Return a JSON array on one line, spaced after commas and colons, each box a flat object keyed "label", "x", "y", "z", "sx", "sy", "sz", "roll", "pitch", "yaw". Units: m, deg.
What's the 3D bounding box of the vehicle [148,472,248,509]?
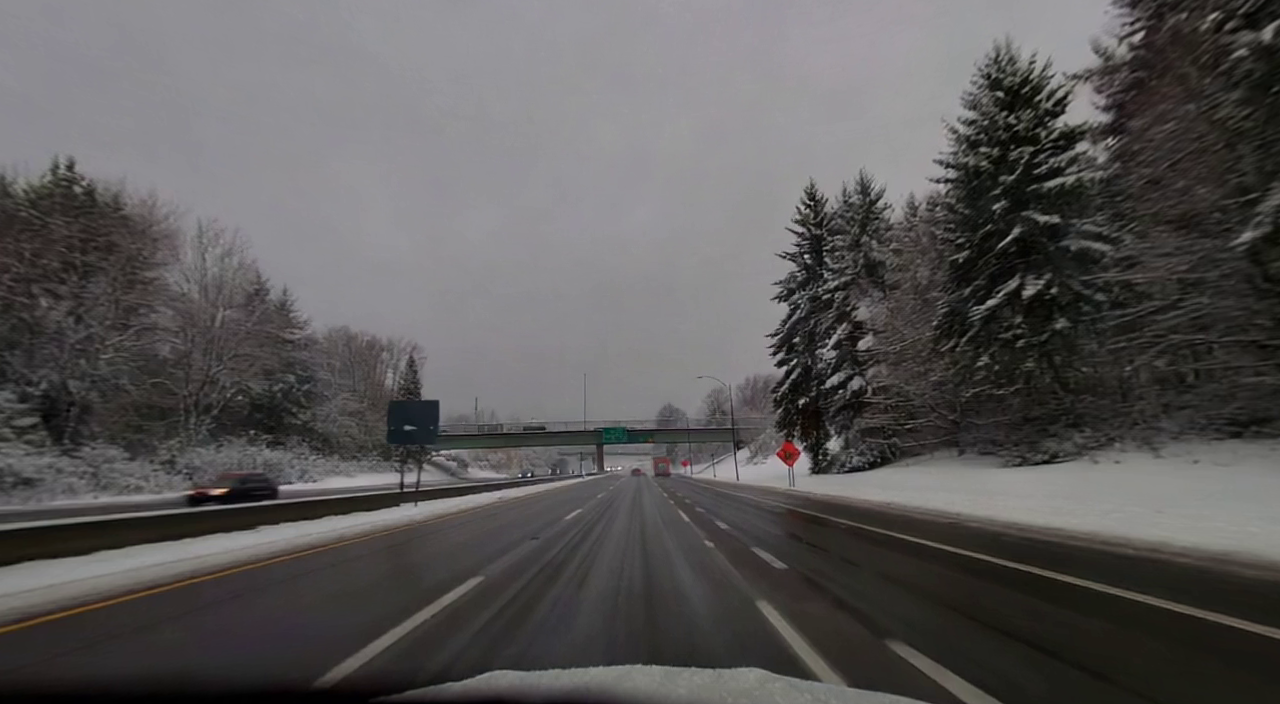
[{"label": "vehicle", "x": -19.348, "y": 6.062, "z": 27.793, "sx": 1.764, "sy": 1.480, "sz": 3.584, "roll": 1, "pitch": -10, "yaw": 0}]
